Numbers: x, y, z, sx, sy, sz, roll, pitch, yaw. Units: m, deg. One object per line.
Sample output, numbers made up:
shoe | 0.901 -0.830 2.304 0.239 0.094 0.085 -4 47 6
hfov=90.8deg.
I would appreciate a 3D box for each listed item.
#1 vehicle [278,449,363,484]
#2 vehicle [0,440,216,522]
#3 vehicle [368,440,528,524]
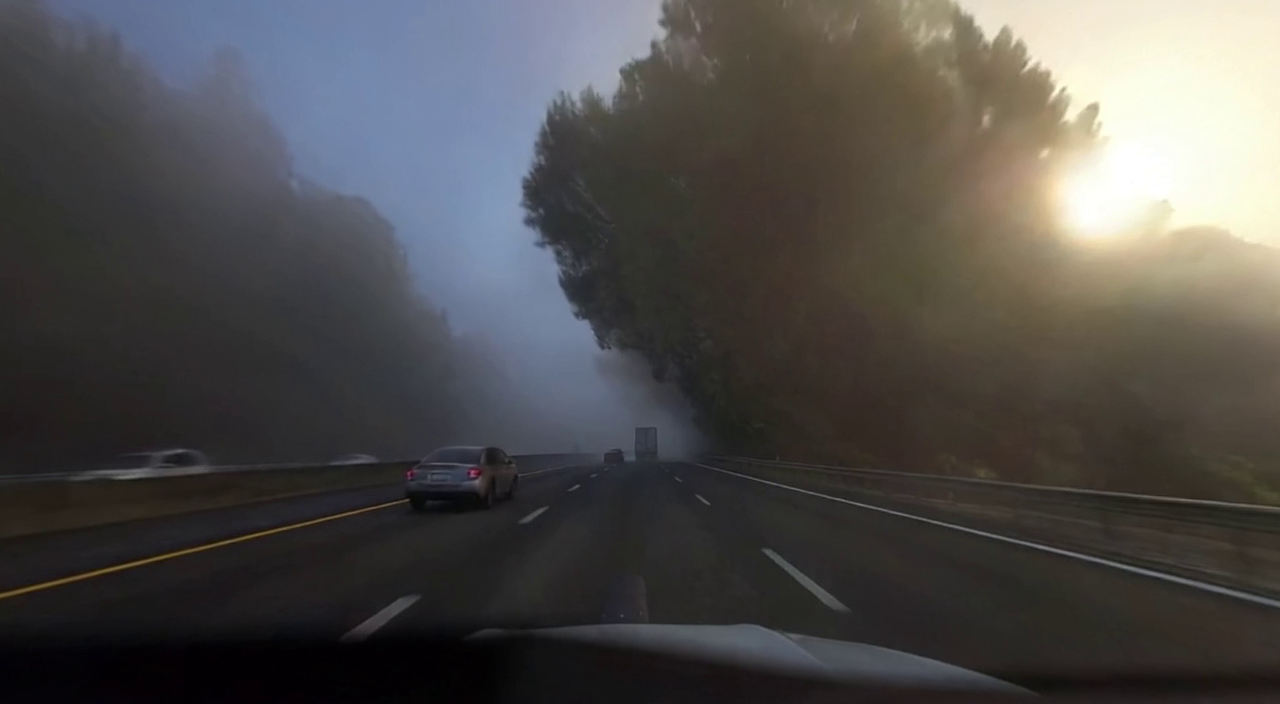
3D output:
vehicle | -16.261 5.837 32.421 1.957 1.648 4.562 0 -9 0
vehicle | -12.092 2.800 14.204 2.089 1.546 4.227 0 -9 0
vehicle | -3.942 2.762 13.933 2.027 1.519 4.578 0 -9 1
